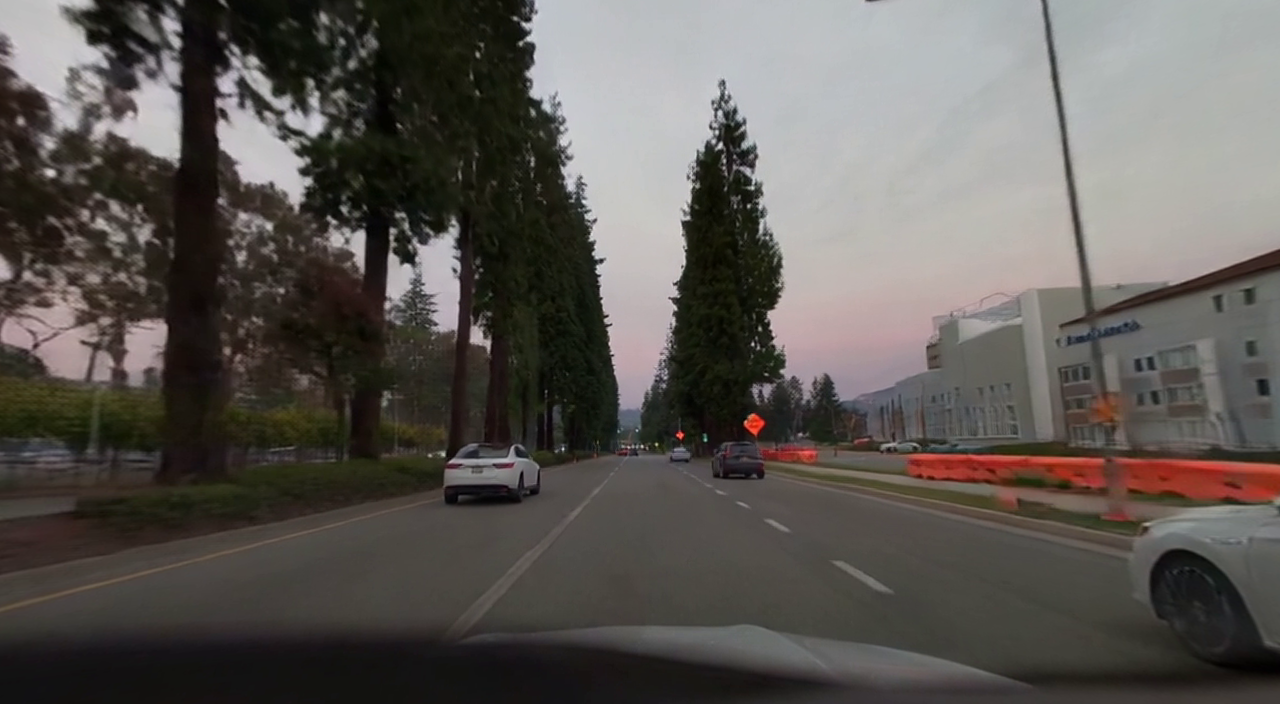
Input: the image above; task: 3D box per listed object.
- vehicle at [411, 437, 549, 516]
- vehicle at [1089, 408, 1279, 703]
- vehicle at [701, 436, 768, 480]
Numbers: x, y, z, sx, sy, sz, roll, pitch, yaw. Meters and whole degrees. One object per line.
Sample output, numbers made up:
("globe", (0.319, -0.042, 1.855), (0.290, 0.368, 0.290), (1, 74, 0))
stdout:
("vehicle", (-3.337, 2.687, 14.095), (2.020, 1.474, 4.098), (0, -9, 0))
("vehicle", (4.068, 0.926, 2.463), (1.827, 1.491, 3.743), (0, -9, 0))
("vehicle", (4.122, 4.730, 28.451), (2.159, 1.793, 4.735), (0, -9, -1))
